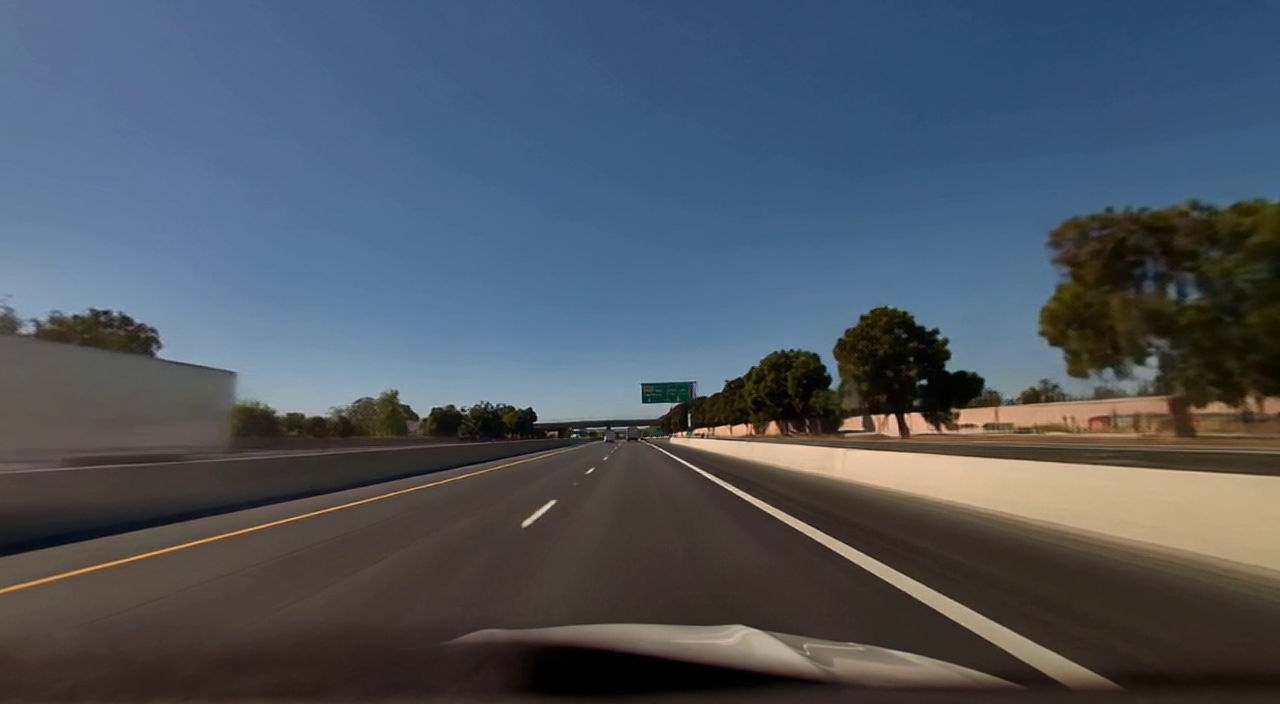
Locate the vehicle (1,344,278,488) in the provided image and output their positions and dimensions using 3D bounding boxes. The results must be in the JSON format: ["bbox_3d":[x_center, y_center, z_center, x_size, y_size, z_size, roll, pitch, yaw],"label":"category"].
[{"bbox_3d":[-17.050,2.419,22.665,2.893,4.181,8.544,0,-8,-1],"label":"vehicle"}]

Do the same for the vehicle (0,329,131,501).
[{"bbox_3d":[-16.882,1.253,13.140,3.032,4.098,11.458,0,-8,-1],"label":"vehicle"}]
